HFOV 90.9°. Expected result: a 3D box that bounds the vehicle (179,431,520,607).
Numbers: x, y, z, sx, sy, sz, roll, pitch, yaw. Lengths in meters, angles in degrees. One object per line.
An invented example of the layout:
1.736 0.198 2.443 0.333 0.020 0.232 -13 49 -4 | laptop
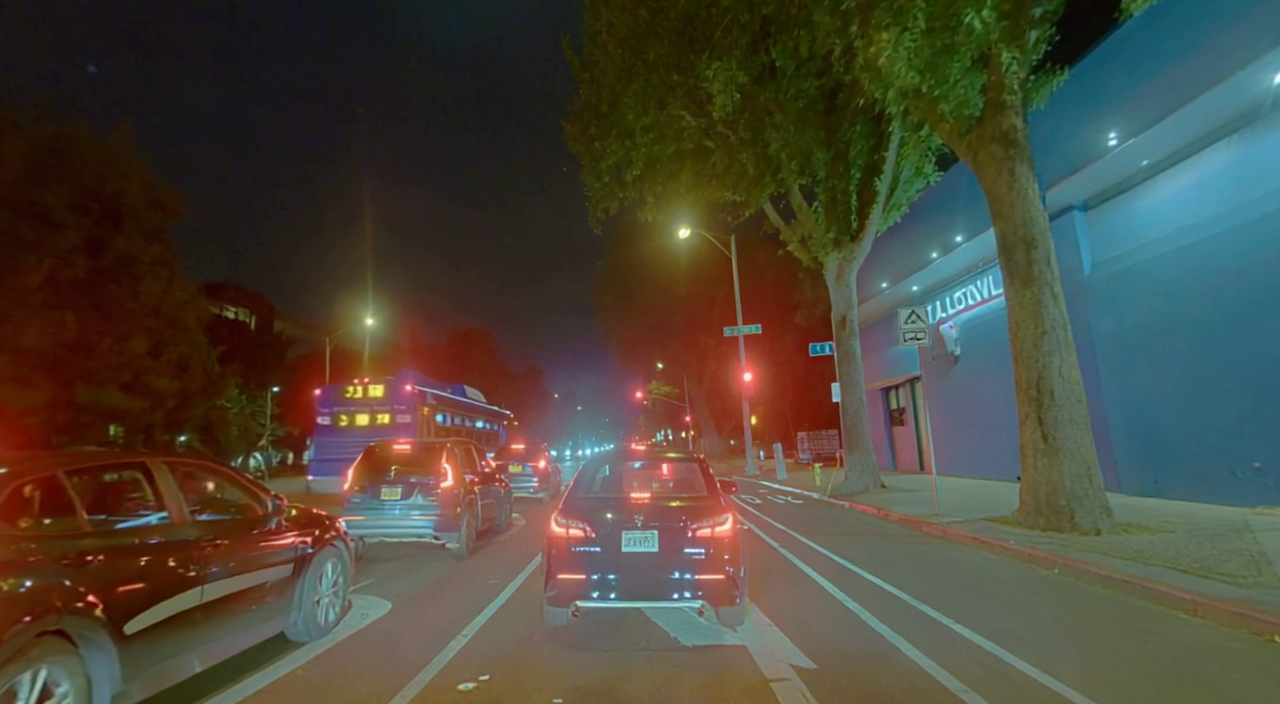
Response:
-2.912 1.752 7.634 1.944 1.481 4.385 0 -8 1 | vehicle

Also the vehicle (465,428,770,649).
-0.138 1.526 6.167 2.031 1.461 3.763 0 -8 0 | vehicle

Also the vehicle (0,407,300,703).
-3.164 0.870 1.702 1.867 1.486 4.452 0 -8 2 | vehicle
